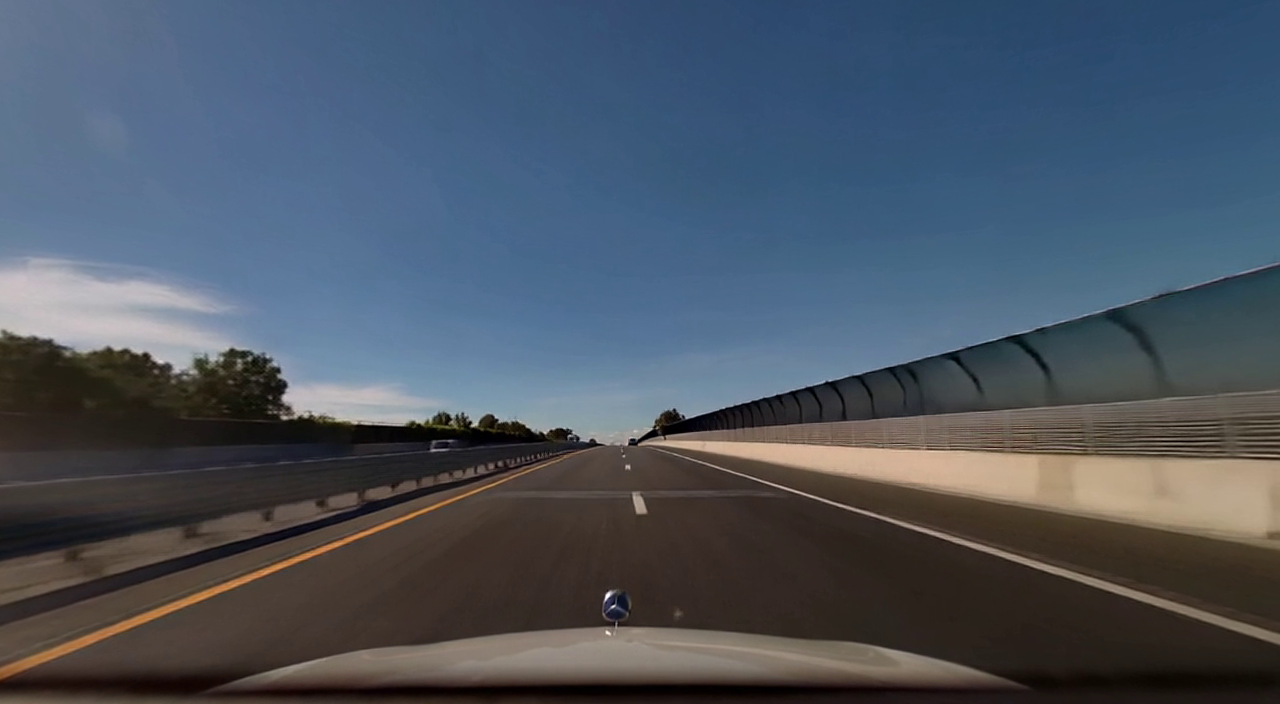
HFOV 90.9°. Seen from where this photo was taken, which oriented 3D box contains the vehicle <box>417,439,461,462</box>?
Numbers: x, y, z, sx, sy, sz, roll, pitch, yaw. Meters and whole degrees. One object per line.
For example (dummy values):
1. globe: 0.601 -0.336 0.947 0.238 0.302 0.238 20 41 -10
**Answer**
1. vehicle: -15.233 7.474 48.116 2.023 1.584 4.514 0 -8 -2
